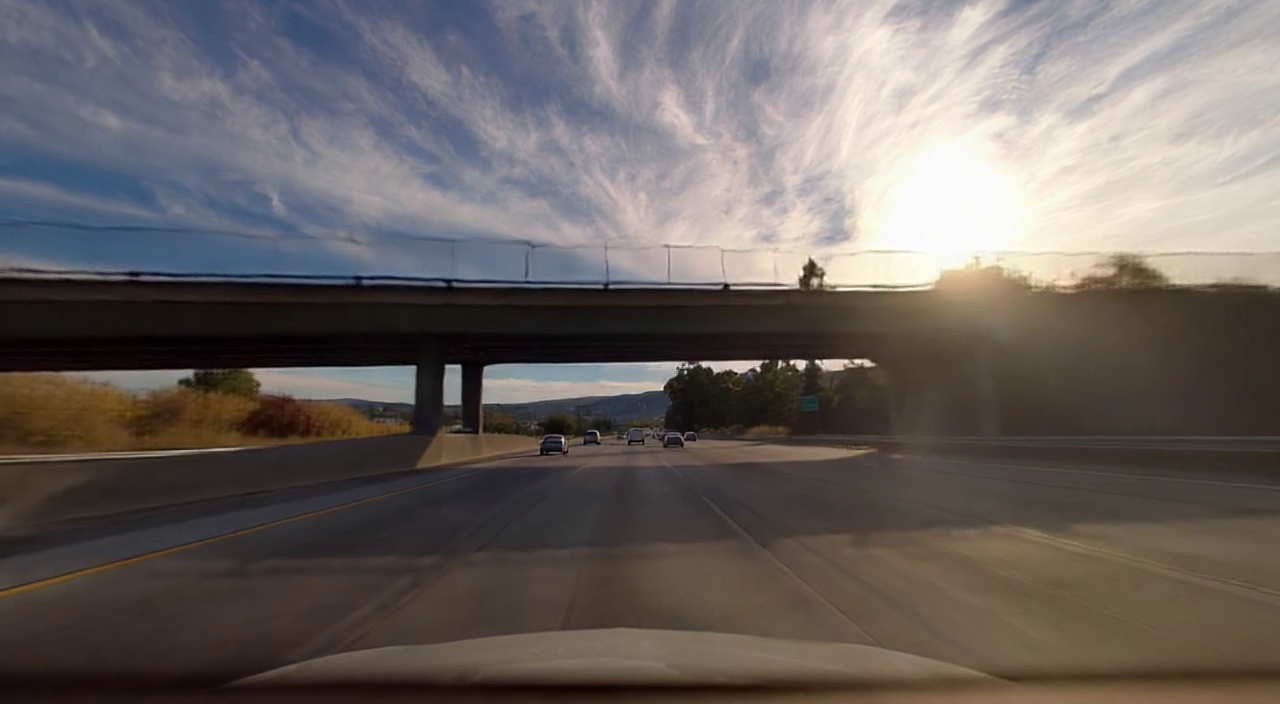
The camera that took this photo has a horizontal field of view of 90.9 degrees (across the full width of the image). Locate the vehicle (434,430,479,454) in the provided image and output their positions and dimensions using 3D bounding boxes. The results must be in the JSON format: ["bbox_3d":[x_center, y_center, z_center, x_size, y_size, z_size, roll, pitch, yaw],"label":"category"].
[{"bbox_3d":[-13.746,6.776,47.507,2.011,1.687,4.740,0,-8,0],"label":"vehicle"}]

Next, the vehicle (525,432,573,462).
[{"bbox_3d":[-4.756,5.015,33.368,1.933,1.473,4.023,0,-8,0],"label":"vehicle"}]
